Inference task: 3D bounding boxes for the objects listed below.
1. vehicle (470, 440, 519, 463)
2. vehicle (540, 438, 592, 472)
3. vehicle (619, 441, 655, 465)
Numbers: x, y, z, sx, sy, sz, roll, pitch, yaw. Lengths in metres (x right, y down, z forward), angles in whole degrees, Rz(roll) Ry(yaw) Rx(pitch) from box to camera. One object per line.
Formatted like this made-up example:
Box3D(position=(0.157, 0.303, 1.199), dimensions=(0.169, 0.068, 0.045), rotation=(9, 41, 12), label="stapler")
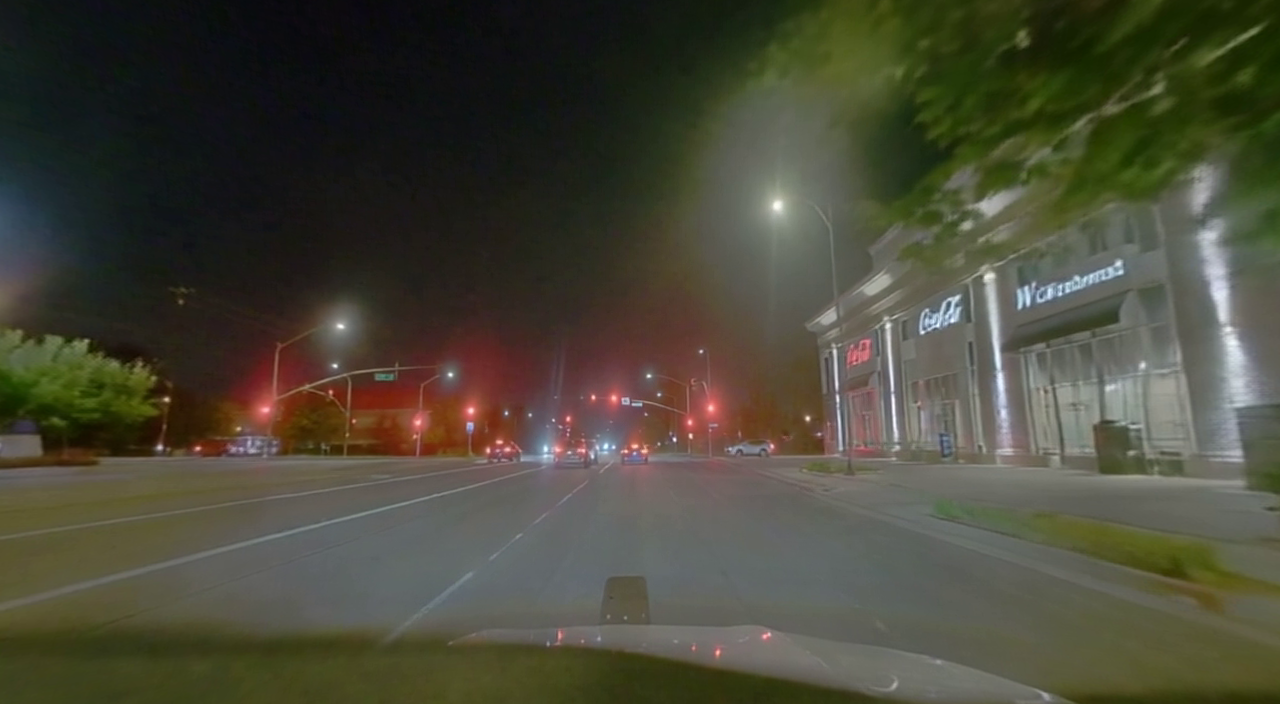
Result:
Box3D(position=(-9.928, 6.879, 43.456), dimensions=(2.096, 1.474, 4.585), rotation=(-1, -9, 2), label="vehicle")
Box3D(position=(-3.551, 5.062, 31.060), dimensions=(2.029, 1.517, 4.375), rotation=(0, -9, 0), label="vehicle")
Box3D(position=(-0.170, 6.792, 42.637), dimensions=(2.258, 1.507, 3.896), rotation=(0, -8, 2), label="vehicle")
